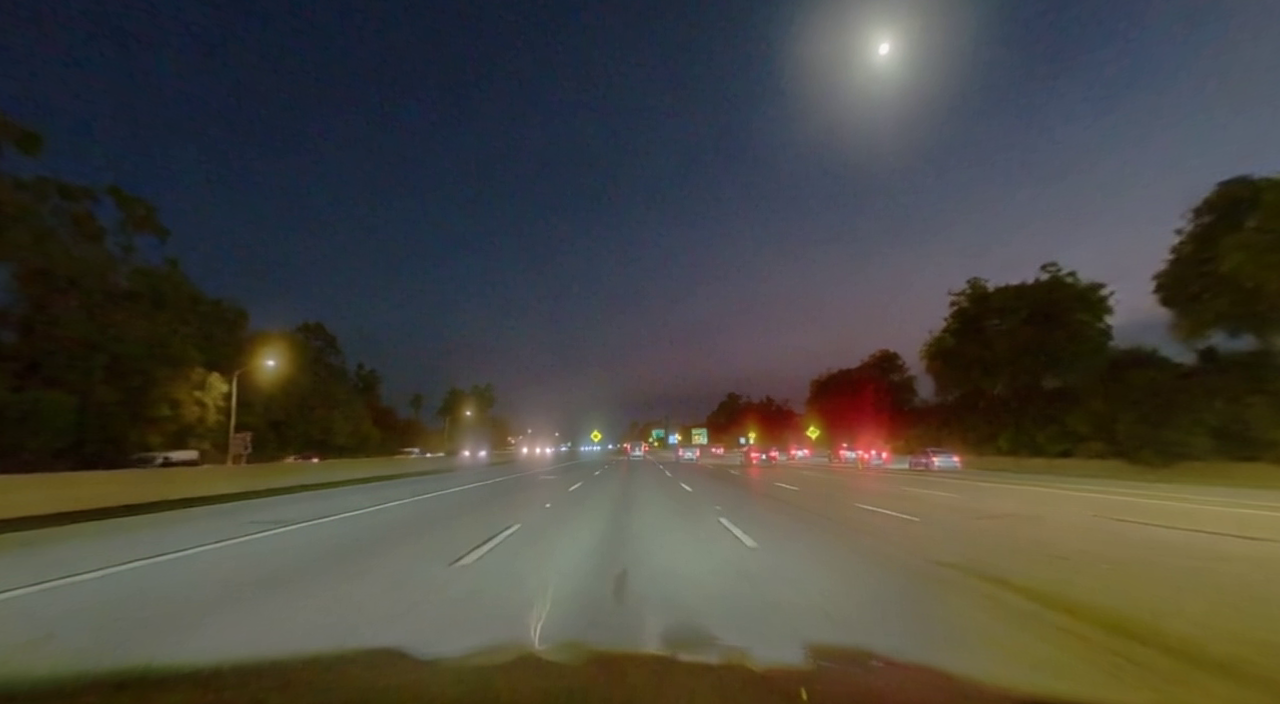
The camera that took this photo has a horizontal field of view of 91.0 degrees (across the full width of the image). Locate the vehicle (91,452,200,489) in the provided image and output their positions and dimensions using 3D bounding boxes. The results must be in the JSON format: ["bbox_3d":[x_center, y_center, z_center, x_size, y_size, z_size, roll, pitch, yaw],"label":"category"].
[{"bbox_3d":[-28.180,6.751,36.139,2.257,1.886,4.899,0,-8,0],"label":"vehicle"}]

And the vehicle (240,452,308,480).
[{"bbox_3d":[-24.137,7.505,41.738,1.914,1.698,4.353,0,-8,-1],"label":"vehicle"}]

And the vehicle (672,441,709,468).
[{"bbox_3d":[3.333,6.833,42.052,2.035,1.704,3.867,0,-8,-1],"label":"vehicle"}]

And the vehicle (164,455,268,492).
[{"bbox_3d":[-19.857,5.669,29.741,1.715,1.478,4.670,0,-8,-1],"label":"vehicle"}]

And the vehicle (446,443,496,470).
[{"bbox_3d":[-12.828,7.946,48.164,2.256,1.886,5.220,0,-8,1],"label":"vehicle"}]

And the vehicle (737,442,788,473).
[{"bbox_3d":[6.777,5.872,35.318,1.902,1.623,4.360,0,-8,-1],"label":"vehicle"}]

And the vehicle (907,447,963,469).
[{"bbox_3d":[20.323,7.294,43.577,1.774,1.457,4.653,0,-8,2],"label":"vehicle"}]
